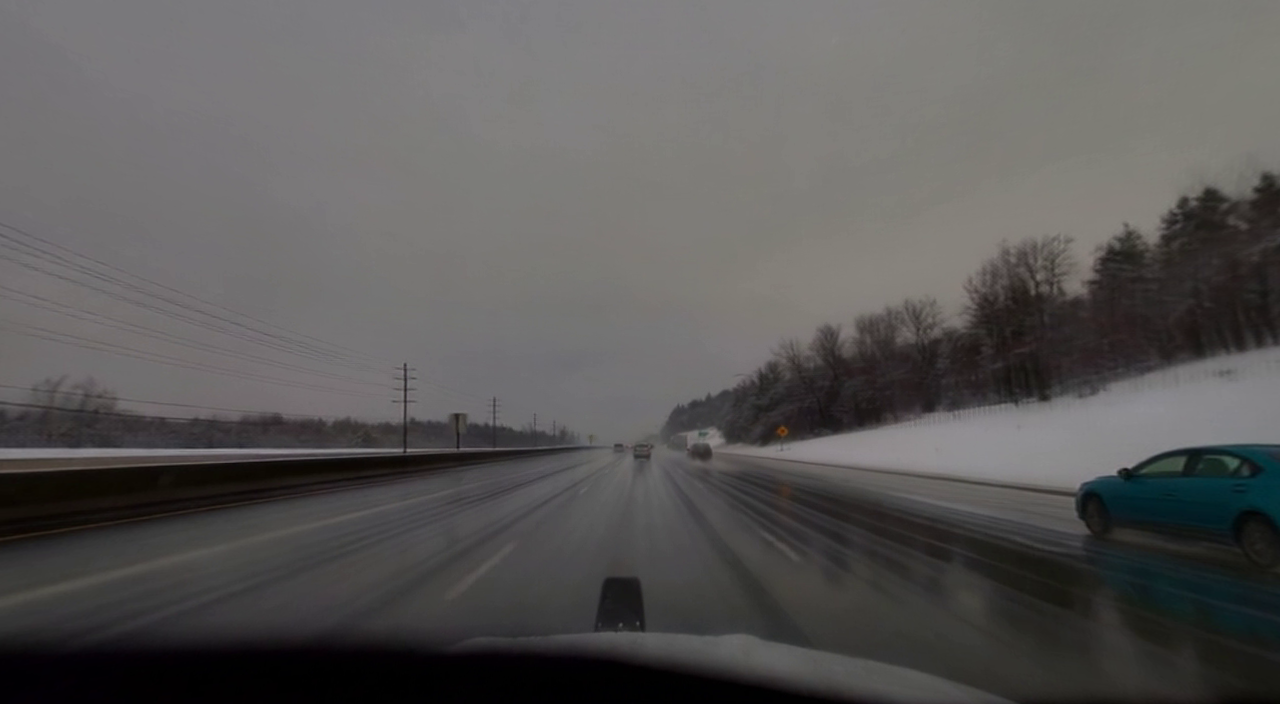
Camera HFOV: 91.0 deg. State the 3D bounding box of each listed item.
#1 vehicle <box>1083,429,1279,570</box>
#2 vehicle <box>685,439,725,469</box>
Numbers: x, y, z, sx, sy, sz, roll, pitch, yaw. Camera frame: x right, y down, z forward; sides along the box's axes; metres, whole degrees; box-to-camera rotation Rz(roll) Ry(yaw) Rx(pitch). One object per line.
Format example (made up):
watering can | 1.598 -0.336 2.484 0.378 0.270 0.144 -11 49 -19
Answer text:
vehicle | 8.103 1.740 7.634 1.970 1.545 4.818 0 -8 0
vehicle | 4.072 6.499 40.186 2.159 1.782 4.673 0 -9 1
